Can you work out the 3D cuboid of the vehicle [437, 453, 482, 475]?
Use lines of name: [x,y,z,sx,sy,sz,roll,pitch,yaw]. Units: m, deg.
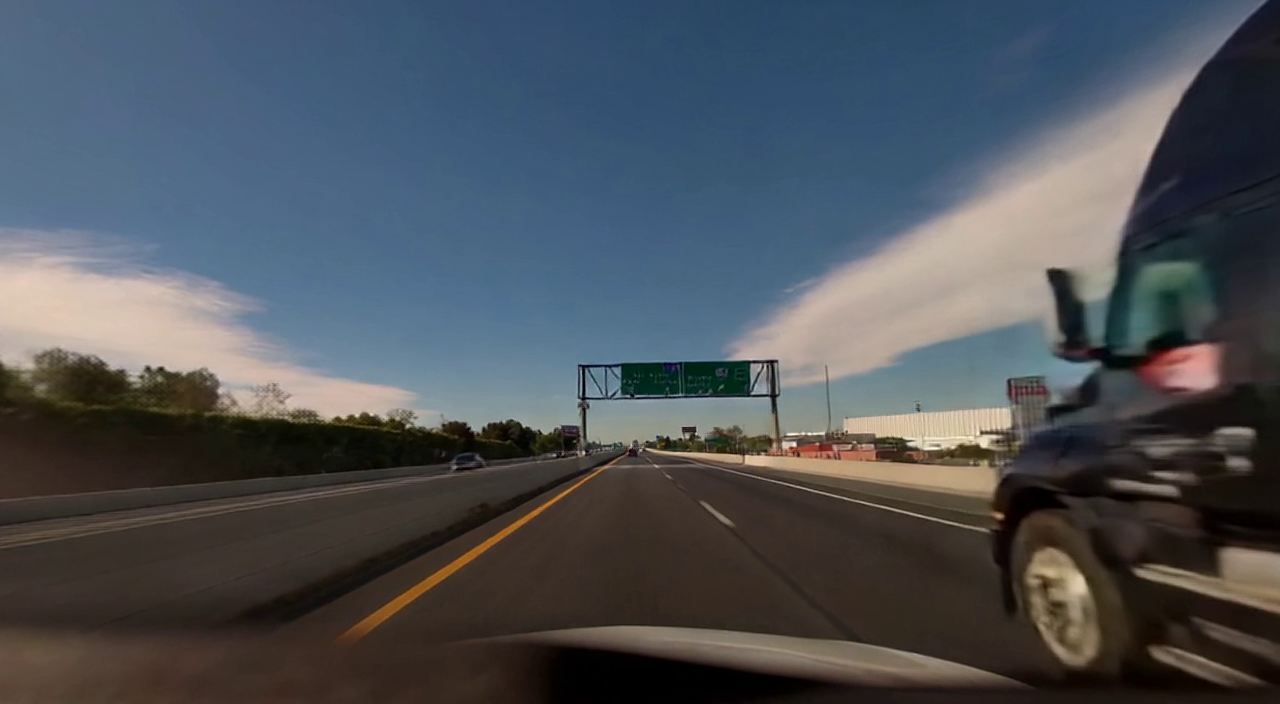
vehicle: [-12.969,8.073,45.592,1.959,1.465,4.601,0,-9,-1]
